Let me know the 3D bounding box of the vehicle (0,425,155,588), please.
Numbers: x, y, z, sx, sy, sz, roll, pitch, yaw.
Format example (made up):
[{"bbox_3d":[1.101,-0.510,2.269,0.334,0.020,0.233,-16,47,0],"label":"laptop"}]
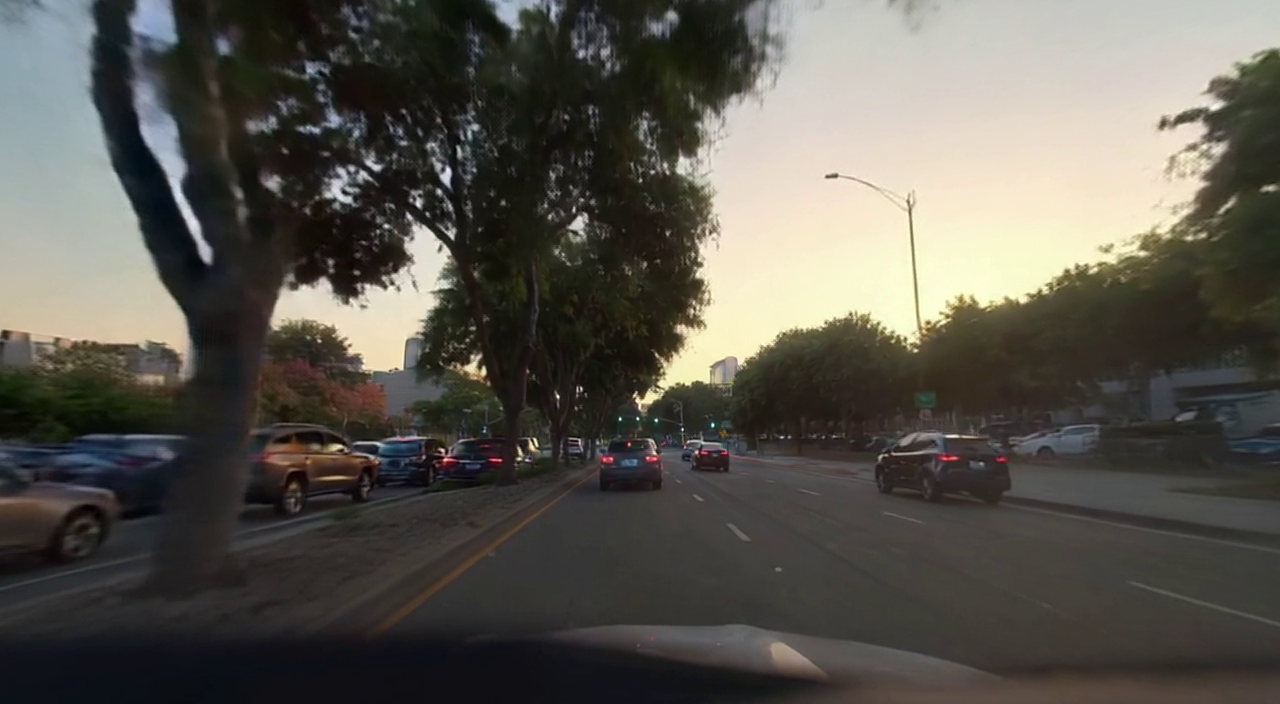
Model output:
[{"bbox_3d":[-6.832,1.354,5.309,1.877,1.493,4.624,0,-8,-1],"label":"vehicle"}]

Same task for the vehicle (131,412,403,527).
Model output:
[{"bbox_3d":[-6.765,2.211,12.518,1.864,1.737,5.689,0,-8,1],"label":"vehicle"}]

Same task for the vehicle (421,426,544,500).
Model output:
[{"bbox_3d":[-3.838,2.799,16.264,2.009,1.619,4.376,0,-8,1],"label":"vehicle"}]

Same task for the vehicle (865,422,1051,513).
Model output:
[{"bbox_3d":[6.701,2.474,13.940,1.889,1.681,4.120,0,-8,0],"label":"vehicle"}]

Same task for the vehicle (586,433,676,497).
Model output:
[{"bbox_3d":[-0.239,3.006,17.232,2.161,1.501,4.184,0,-8,-1],"label":"vehicle"}]

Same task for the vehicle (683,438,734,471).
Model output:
[{"bbox_3d":[3.238,4.974,30.762,1.905,1.473,4.183,0,-8,-2],"label":"vehicle"}]
